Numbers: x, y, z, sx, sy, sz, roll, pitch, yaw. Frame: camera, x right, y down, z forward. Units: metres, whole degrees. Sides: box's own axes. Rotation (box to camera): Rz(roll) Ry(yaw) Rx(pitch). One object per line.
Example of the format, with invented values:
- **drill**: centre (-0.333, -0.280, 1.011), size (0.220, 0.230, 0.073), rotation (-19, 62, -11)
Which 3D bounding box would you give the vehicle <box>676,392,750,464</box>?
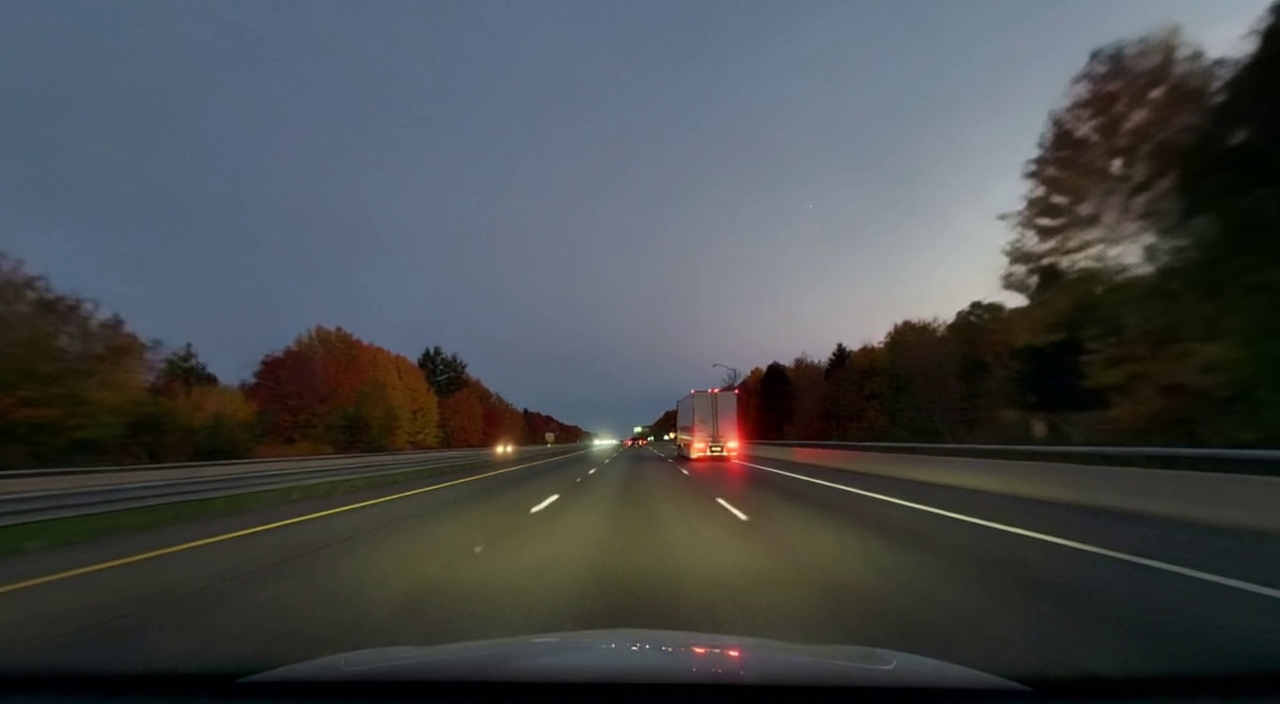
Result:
- **vehicle**: centre (4.180, 4.744, 38.454), size (3.348, 3.847, 8.908), rotation (0, -8, -1)
